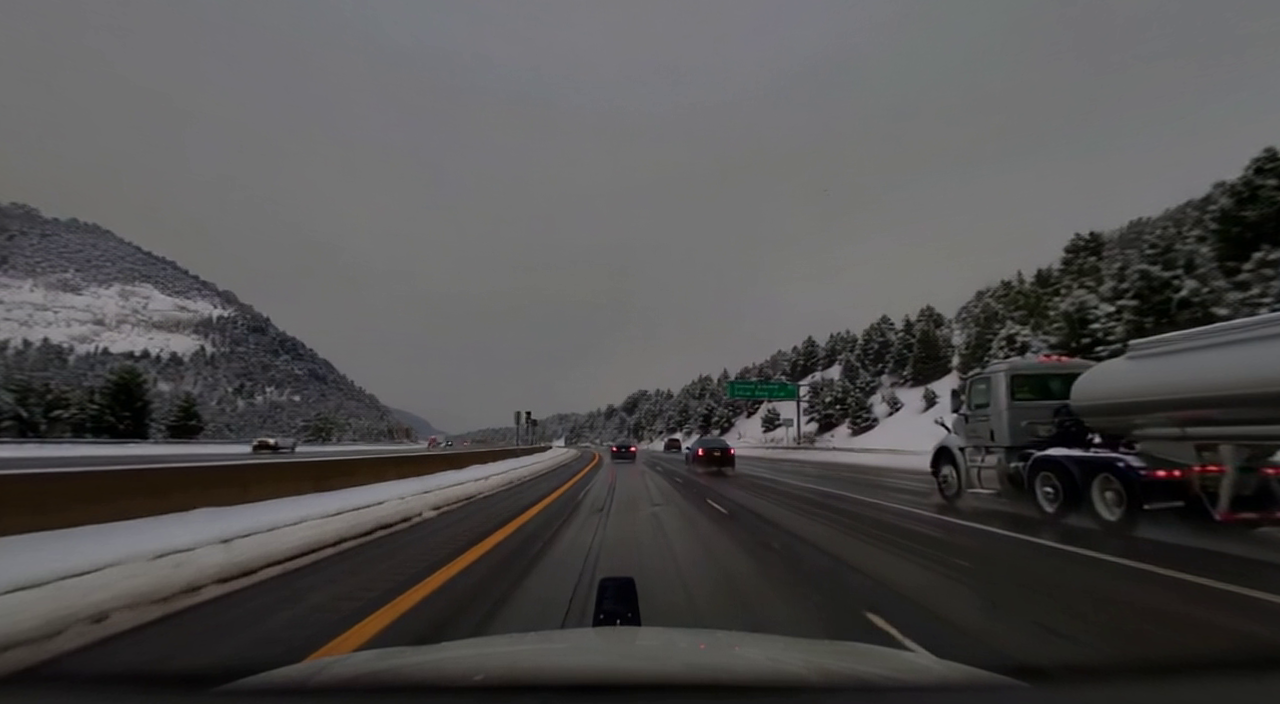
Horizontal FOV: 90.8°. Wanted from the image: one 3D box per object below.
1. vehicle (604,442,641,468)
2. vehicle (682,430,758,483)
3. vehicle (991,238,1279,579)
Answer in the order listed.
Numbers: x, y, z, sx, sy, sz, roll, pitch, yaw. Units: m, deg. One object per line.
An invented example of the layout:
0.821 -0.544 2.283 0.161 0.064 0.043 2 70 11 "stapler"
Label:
-1.088 6.100 37.529 2.083 1.477 3.965 0 -9 -3 "vehicle"
2.871 3.902 23.846 2.098 1.794 4.561 0 -9 -2 "vehicle"
7.499 0.502 5.813 2.805 3.212 9.978 0 -9 0 "vehicle"
